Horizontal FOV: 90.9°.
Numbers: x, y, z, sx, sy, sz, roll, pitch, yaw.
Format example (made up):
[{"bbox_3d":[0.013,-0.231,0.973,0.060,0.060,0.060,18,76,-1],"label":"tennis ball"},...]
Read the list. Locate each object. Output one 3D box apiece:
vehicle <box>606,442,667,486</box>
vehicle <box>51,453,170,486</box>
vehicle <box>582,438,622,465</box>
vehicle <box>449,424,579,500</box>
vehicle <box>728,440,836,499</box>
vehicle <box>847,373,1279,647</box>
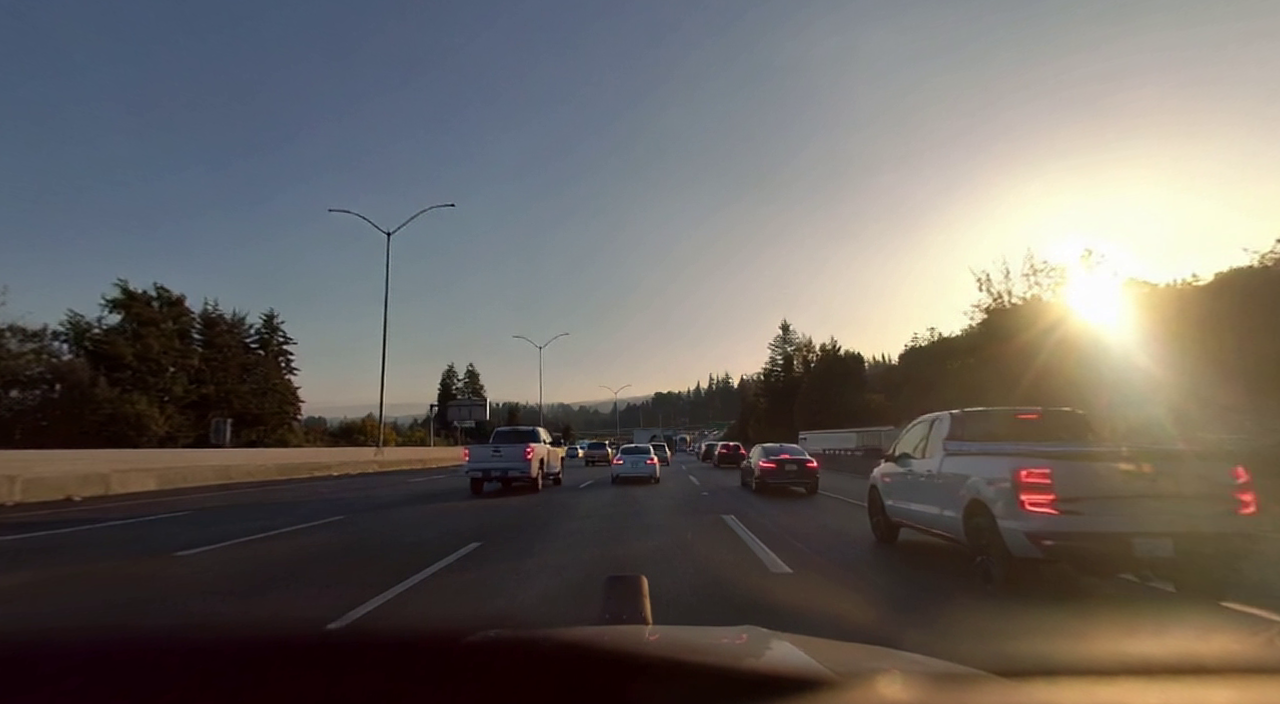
[{"bbox_3d":[-0.030,4.073,23.252,2.070,1.456,4.029,0,-8,2],"label":"vehicle"},{"bbox_3d":[-26.240,5.813,31.473,1.956,1.476,4.412,0,-8,3],"label":"vehicle"},{"bbox_3d":[-2.609,7.076,44.923,2.110,1.811,5.585,-1,-8,4],"label":"vehicle"},{"bbox_3d":[-3.450,3.193,18.834,2.395,1.892,5.995,0,-8,2],"label":"vehicle"},{"bbox_3d":[3.946,3.328,18.411,1.907,1.474,4.840,0,-8,-2],"label":"vehicle"},{"bbox_3d":[3.887,1.355,6.458,1.999,1.777,4.578,0,-8,1],"label":"vehicle"}]
